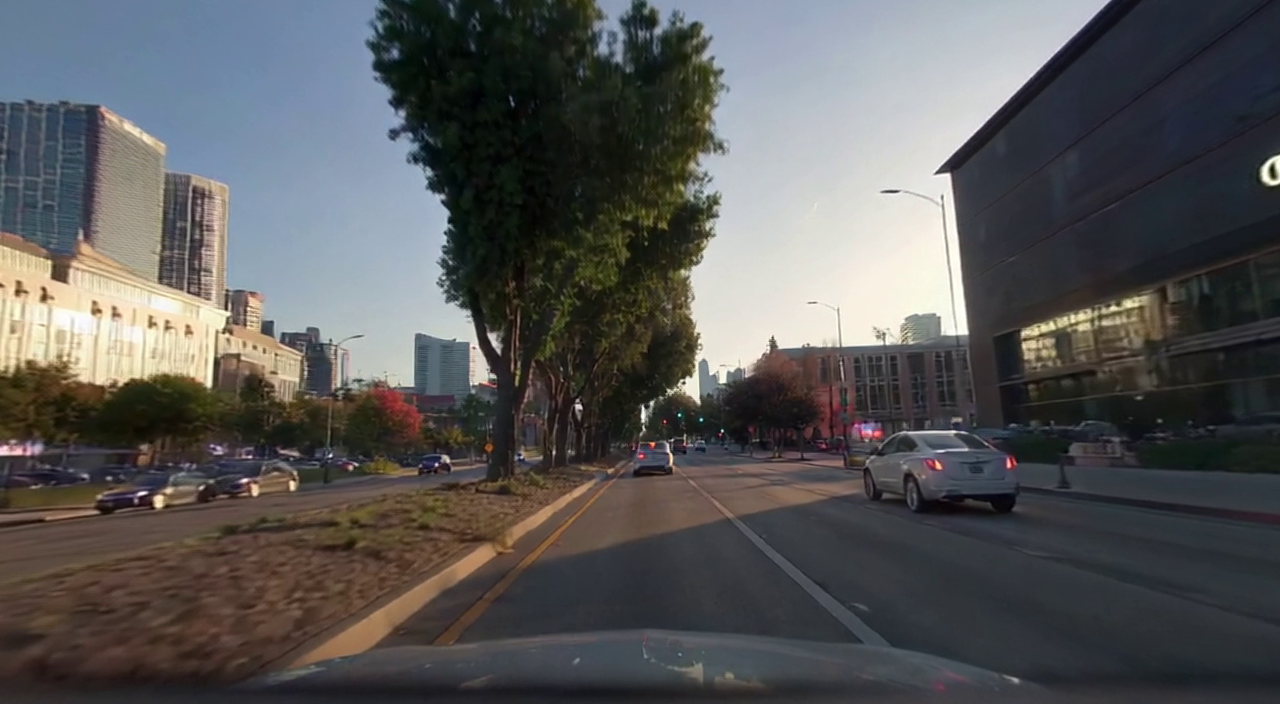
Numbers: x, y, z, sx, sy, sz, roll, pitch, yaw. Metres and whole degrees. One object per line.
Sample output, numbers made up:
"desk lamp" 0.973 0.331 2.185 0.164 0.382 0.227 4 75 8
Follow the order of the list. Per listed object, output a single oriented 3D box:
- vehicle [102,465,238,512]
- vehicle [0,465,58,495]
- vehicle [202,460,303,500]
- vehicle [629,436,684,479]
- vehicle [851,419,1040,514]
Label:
"vehicle" -18.464 5.344 25.097 1.817 1.540 4.548 0 -9 1
"vehicle" -39.207 7.919 39.118 4.082 1.666 1.947 0 -9 0
"vehicle" -18.312 6.029 30.088 1.866 1.659 4.597 0 -9 0
"vehicle" 0.652 4.391 26.413 2.125 1.669 3.880 0 -9 0
"vehicle" 6.647 2.549 14.475 1.963 1.783 4.722 0 -9 0
